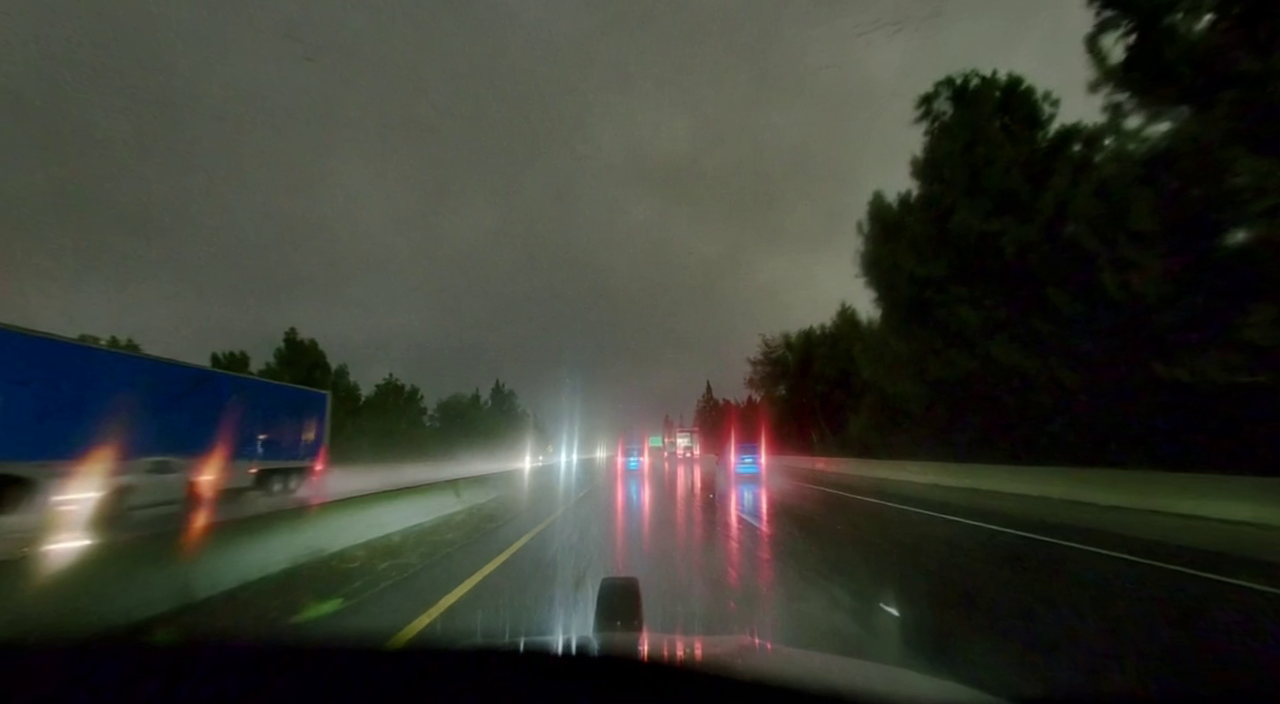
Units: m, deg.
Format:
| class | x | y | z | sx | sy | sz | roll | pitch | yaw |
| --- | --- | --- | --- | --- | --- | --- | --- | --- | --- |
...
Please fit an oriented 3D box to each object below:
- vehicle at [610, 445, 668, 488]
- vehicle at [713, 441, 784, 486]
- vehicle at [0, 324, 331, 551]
| class | x | y | z | sx | sy | sz | roll | pitch | yaw |
| --- | --- | --- | --- | --- | --- | --- | --- | --- | --- |
| vehicle | -0.031 | 4.387 | 24.344 | 2.066 | 1.490 | 3.759 | -1 | -9 | 0 |
| vehicle | 4.041 | 4.222 | 24.069 | 1.953 | 1.540 | 4.101 | -1 | -9 | 0 |
| vehicle | -13.218 | 2.238 | 15.732 | 2.989 | 4.089 | 16.109 | -1 | -9 | -1 |
